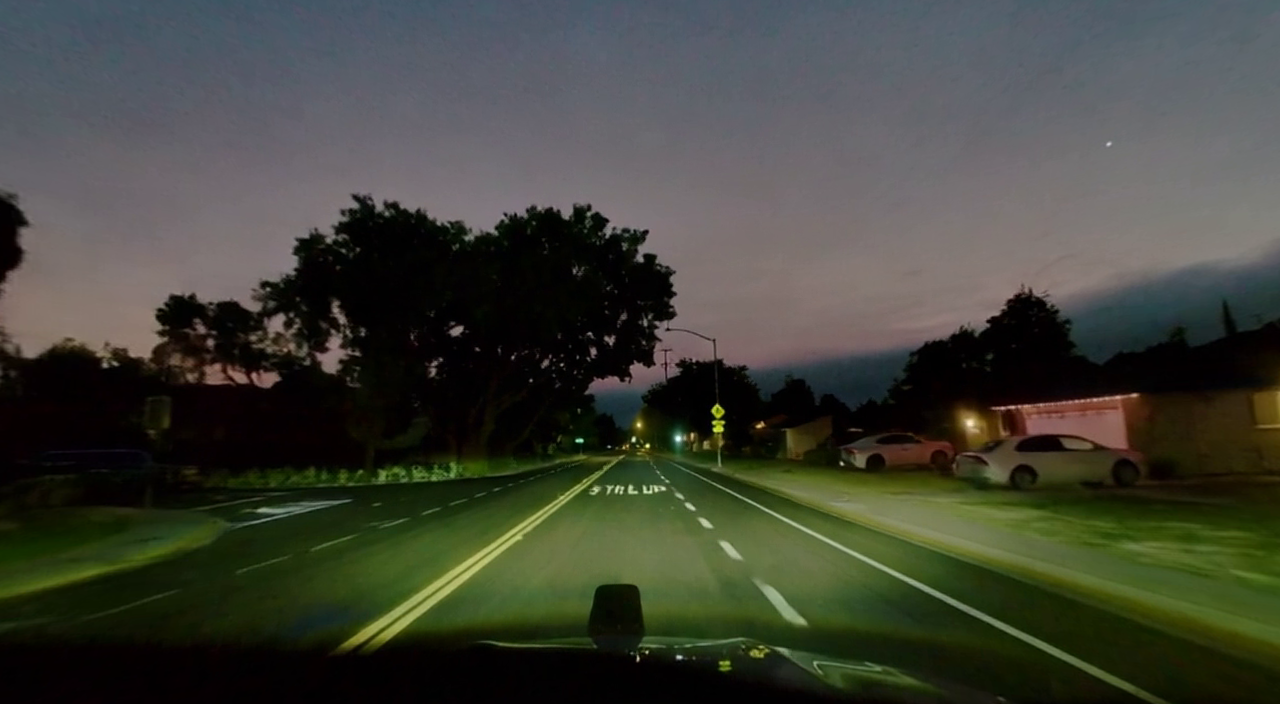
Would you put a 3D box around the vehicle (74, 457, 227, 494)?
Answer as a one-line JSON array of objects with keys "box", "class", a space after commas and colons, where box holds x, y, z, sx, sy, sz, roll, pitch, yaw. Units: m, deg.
[{"box": [-21.647, 5.474, 28.101, 5.074, 1.511, 1.978, 0, -9, 0], "class": "vehicle"}]

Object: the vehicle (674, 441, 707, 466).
[{"box": [3.748, 7.664, 47.764, 2.032, 1.792, 4.849, 0, -9, -1], "class": "vehicle"}]

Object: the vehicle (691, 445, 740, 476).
[{"box": [3.851, 5.592, 32.772, 1.940, 1.470, 4.101, 0, -9, -1], "class": "vehicle"}]

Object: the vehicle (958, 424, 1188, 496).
[{"box": [11.025, 2.757, 16.325, 4.493, 1.493, 1.926, -3, -8, -3], "class": "vehicle"}]

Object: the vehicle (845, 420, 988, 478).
[{"box": [10.893, 3.851, 25.203, 4.459, 1.696, 2.361, -6, -8, -1], "class": "vehicle"}]
